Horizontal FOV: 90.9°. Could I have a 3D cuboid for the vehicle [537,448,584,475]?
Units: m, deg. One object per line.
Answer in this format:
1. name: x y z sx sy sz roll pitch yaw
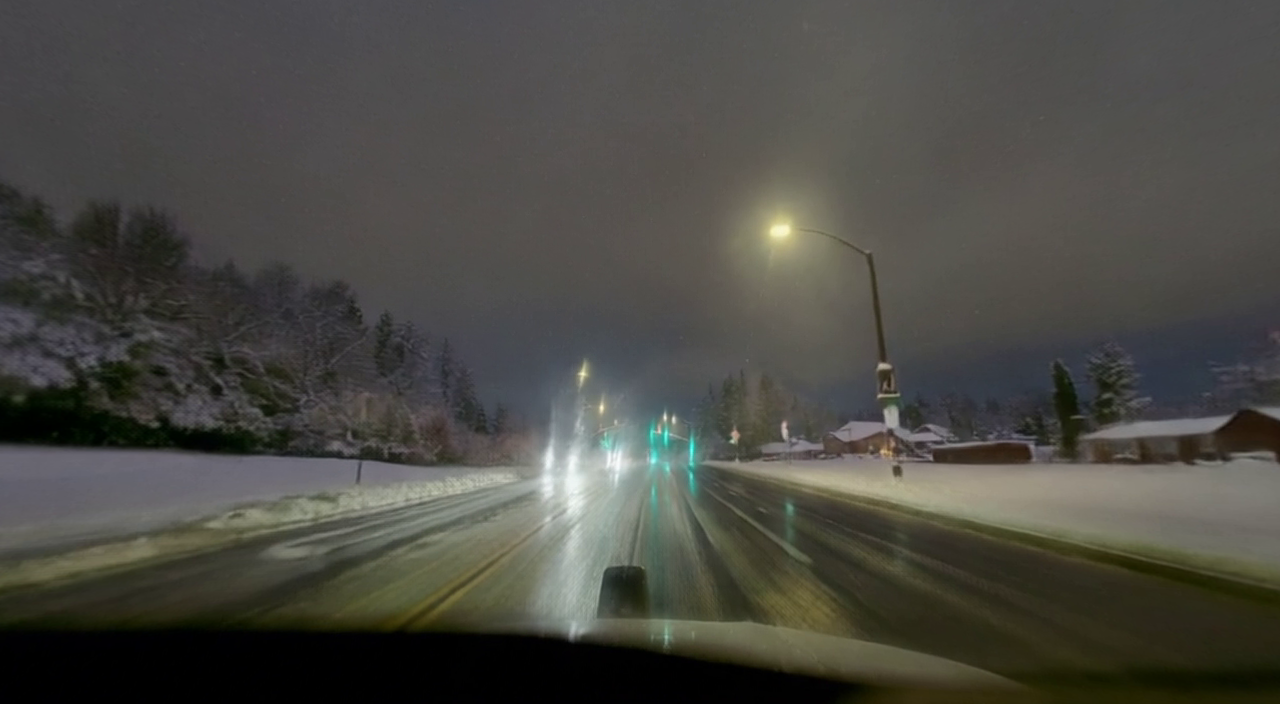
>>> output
1. vehicle: -4.771 6.648 38.623 2.133 1.508 4.535 -1 -8 2
